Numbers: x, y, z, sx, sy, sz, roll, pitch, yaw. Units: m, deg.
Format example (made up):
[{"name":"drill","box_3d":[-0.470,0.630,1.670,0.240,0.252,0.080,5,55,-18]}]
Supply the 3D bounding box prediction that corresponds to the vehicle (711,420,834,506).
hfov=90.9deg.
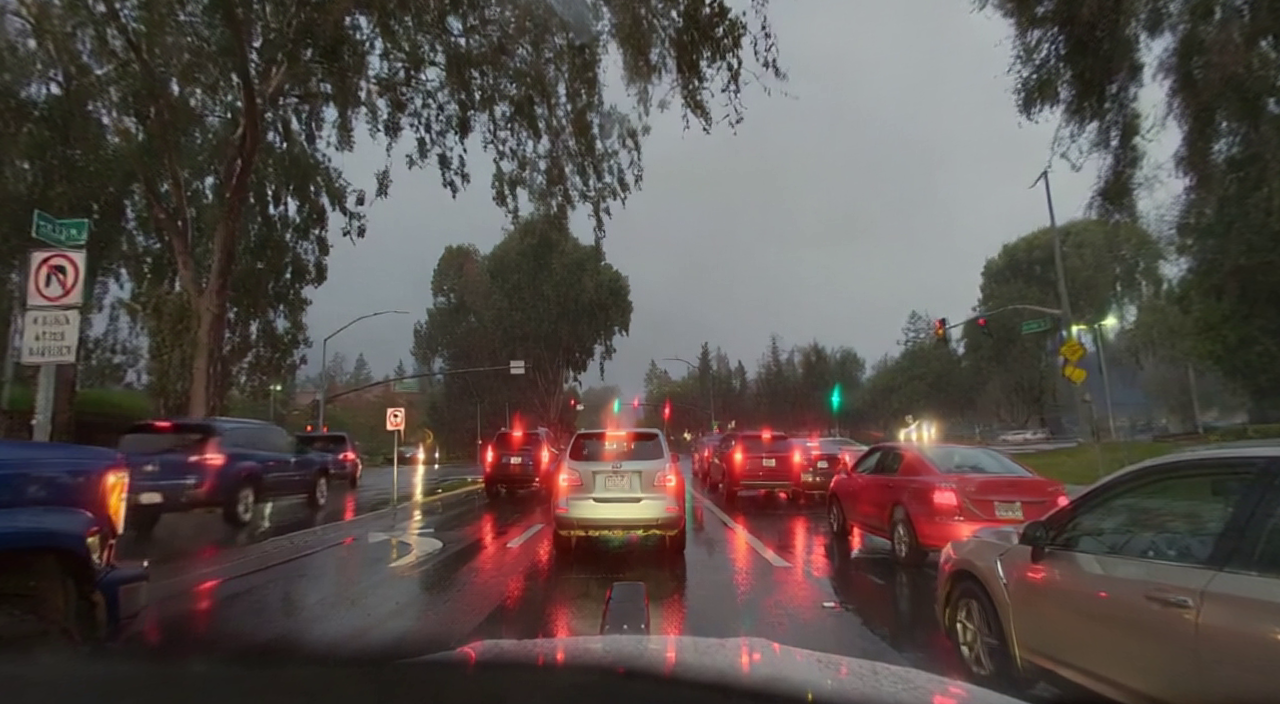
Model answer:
[{"name":"vehicle","box_3d":[3.133,2.749,16.011,2.102,1.841,4.587,0,-8,0]}]

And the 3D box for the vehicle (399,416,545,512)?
[{"name":"vehicle","box_3d":[-3.632,2.521,14.652,2.089,1.857,4.488,0,-8,1]}]

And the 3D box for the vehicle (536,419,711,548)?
[{"name":"vehicle","box_3d":[-0.219,1.936,9.872,2.194,1.607,3.690,0,-8,0]}]

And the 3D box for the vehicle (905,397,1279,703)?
[{"name":"vehicle","box_3d":[3.017,0.960,2.516,1.874,1.477,4.698,0,-8,0]}]

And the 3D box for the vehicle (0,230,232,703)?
[{"name":"vehicle","box_3d":[-3.484,0.350,0.317,2.656,2.021,5.800,0,-8,0]}]
